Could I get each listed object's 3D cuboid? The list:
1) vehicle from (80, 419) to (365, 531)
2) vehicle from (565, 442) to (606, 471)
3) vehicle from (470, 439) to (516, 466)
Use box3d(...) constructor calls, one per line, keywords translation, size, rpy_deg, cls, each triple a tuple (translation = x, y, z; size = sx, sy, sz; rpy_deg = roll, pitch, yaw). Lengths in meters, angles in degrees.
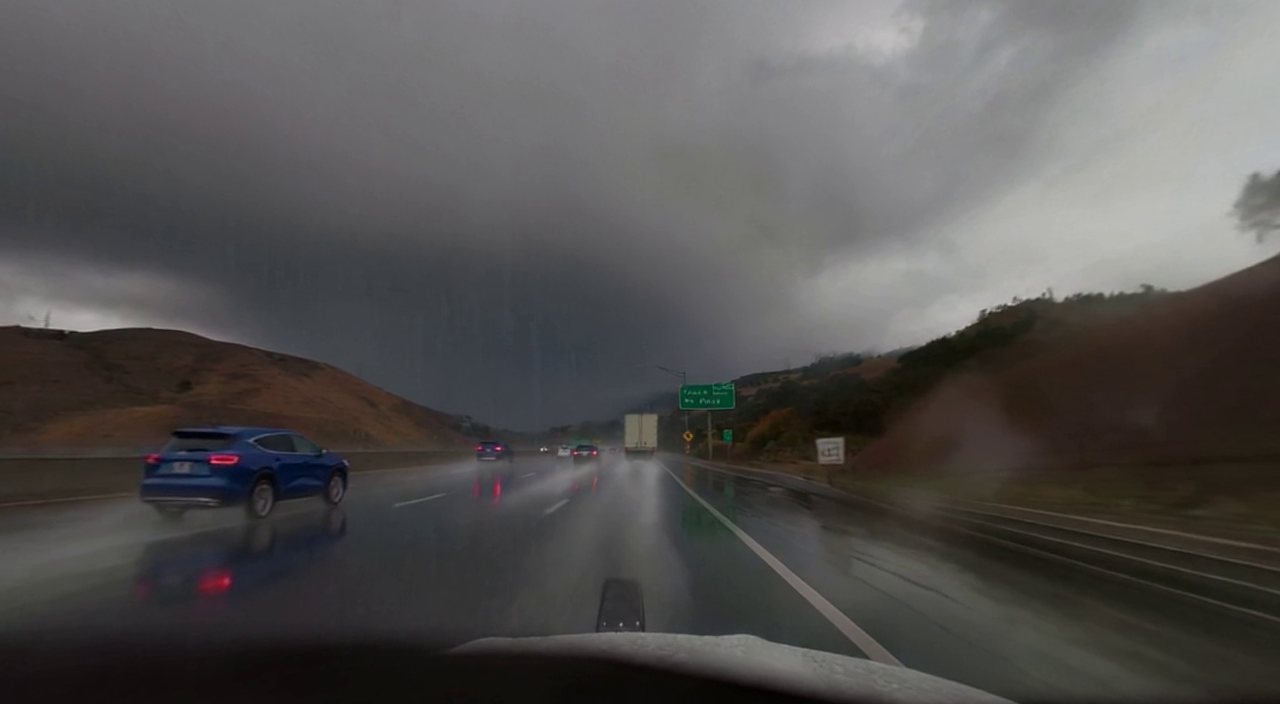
box3d(translation=(-7.450, 2.259, 12.077), size=(2.098, 1.678, 4.822), rpy_deg=(1, -9, 0), cls="vehicle")
box3d(translation=(-3.445, 6.801, 41.037), size=(2.194, 1.725, 4.698), rpy_deg=(1, -9, 1), cls="vehicle")
box3d(translation=(-10.844, 7.489, 46.931), size=(2.111, 1.906, 5.028), rpy_deg=(1, -9, 1), cls="vehicle")
